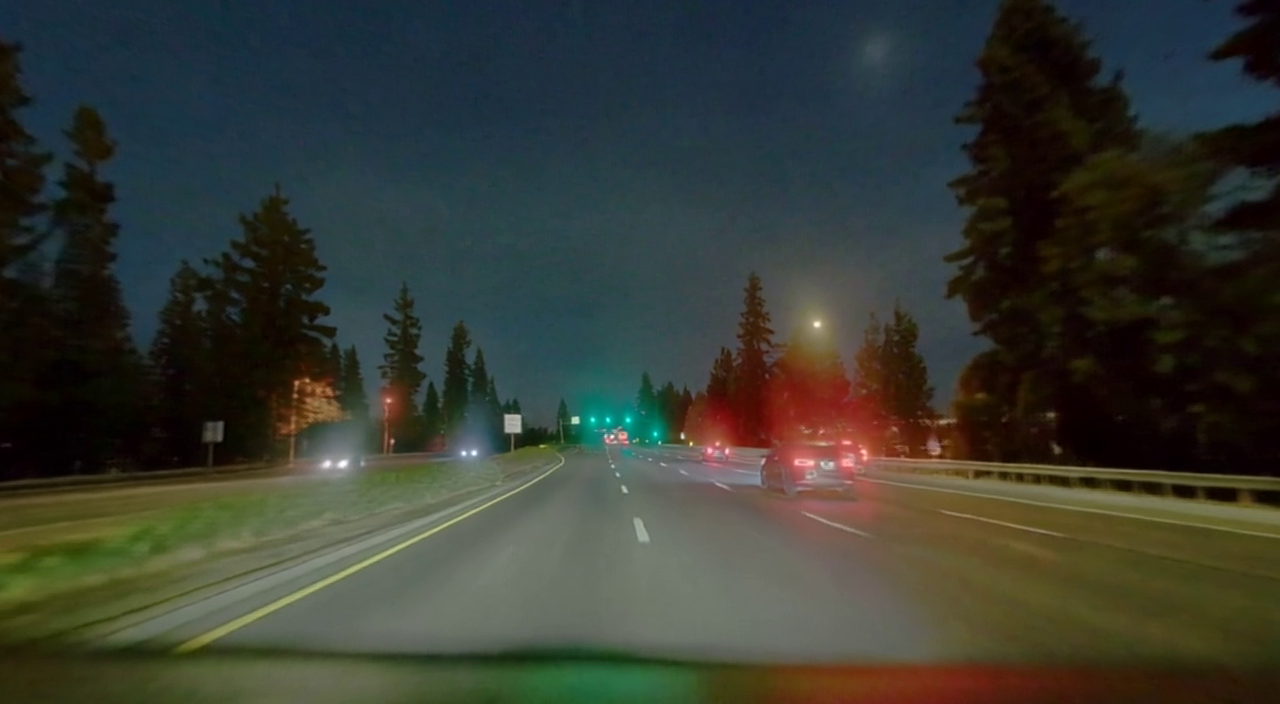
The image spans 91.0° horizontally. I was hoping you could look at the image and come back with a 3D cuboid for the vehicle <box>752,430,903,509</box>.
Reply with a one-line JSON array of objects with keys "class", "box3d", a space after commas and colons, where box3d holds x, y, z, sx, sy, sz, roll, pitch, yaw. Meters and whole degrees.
[{"class": "vehicle", "box3d": [4.460, 2.877, 15.902, 2.066, 1.683, 4.675, 1, -9, -4]}]
